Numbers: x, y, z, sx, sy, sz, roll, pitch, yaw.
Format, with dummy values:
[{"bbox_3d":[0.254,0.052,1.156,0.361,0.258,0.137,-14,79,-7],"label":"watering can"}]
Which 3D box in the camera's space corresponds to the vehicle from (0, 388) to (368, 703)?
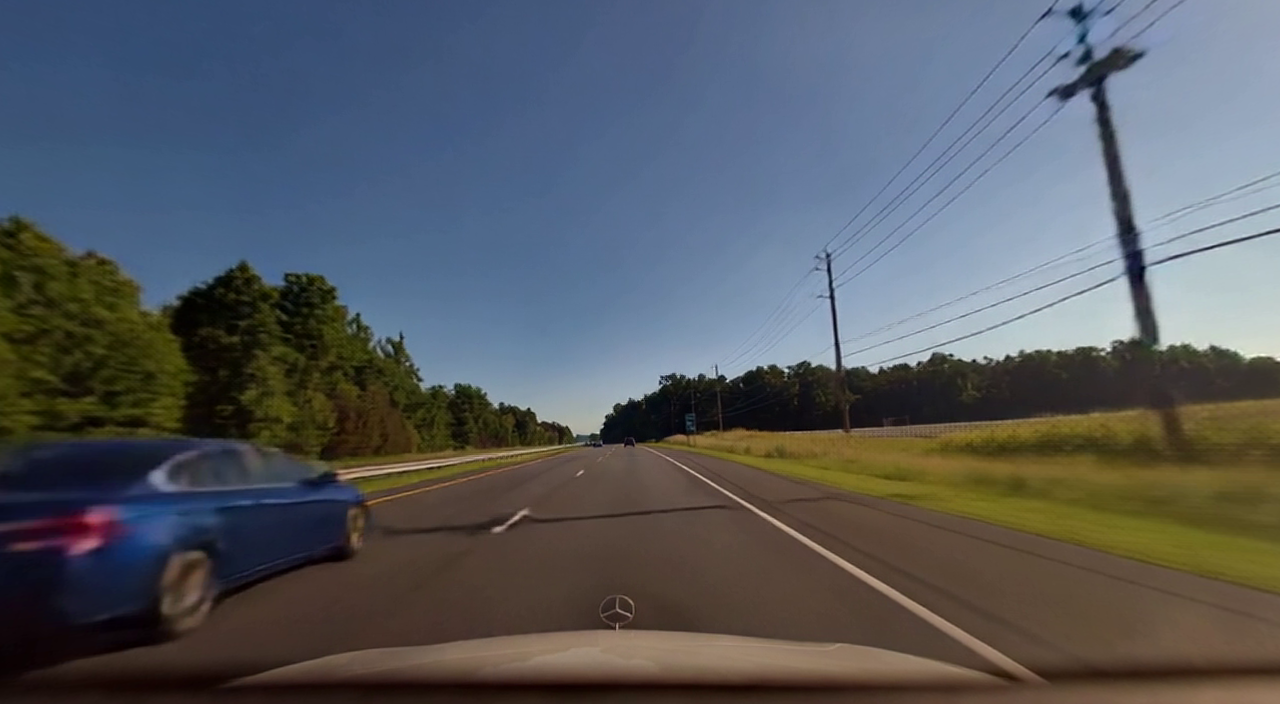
[{"bbox_3d":[-3.788,1.088,3.897,2.150,1.532,4.671,0,-8,-1],"label":"vehicle"}]
